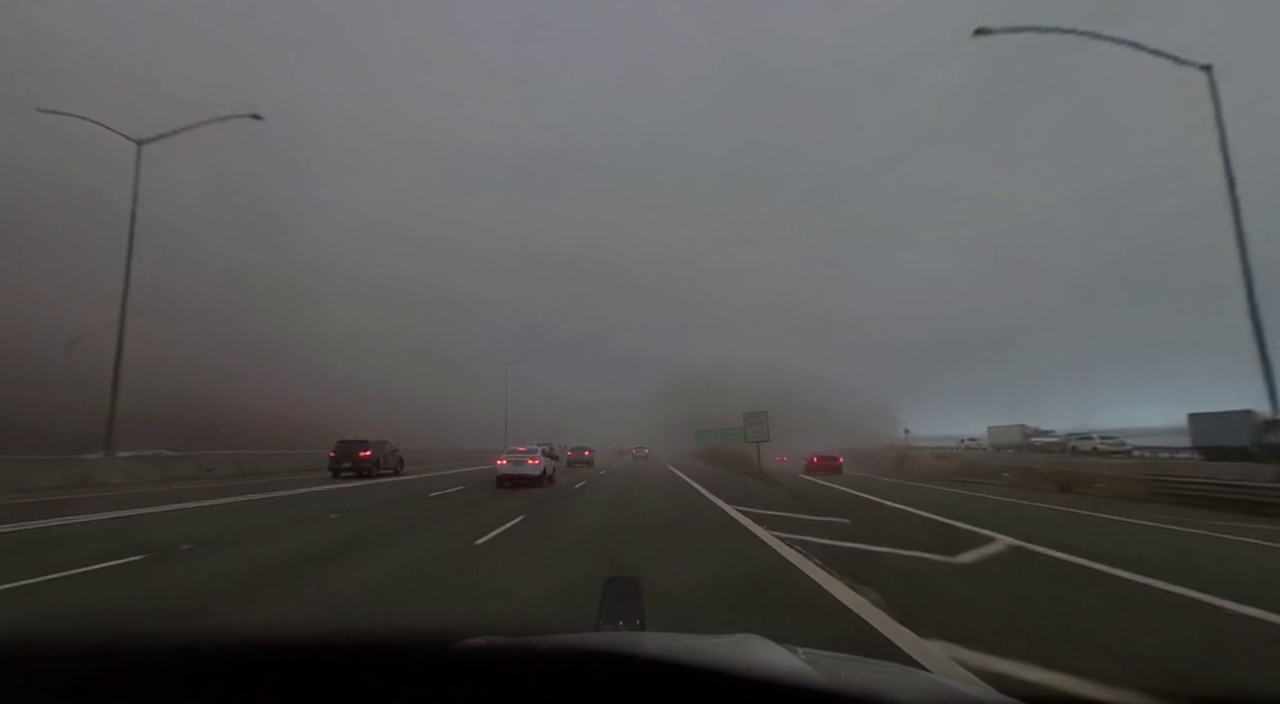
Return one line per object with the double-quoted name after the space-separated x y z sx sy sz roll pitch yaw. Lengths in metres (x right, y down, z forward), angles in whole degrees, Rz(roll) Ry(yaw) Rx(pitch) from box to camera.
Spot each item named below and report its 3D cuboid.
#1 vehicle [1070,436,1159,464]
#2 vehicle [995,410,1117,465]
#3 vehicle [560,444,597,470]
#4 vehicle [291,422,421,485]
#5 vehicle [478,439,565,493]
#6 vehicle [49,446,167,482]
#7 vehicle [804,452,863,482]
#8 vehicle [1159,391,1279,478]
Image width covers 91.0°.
30.140 6.263 40.283 2.249 1.641 5.568 -2 -9 11 "vehicle"
31.595 6.676 48.606 3.997 3.685 10.600 -4 -9 12 "vehicle"
-4.552 7.811 47.049 2.107 1.787 4.685 0 -9 2 "vehicle"
-11.126 4.059 25.319 2.442 2.191 5.760 0 -9 1 "vehicle"
-4.097 4.022 22.588 2.132 1.708 4.571 0 -9 1 "vehicle"
-24.063 5.067 28.705 1.923 1.489 3.913 0 -9 0 "vehicle"
10.678 6.361 35.121 2.153 1.510 4.646 -1 -9 5 "vehicle"
27.869 3.679 27.722 3.151 3.473 9.484 0 -8 9 "vehicle"
